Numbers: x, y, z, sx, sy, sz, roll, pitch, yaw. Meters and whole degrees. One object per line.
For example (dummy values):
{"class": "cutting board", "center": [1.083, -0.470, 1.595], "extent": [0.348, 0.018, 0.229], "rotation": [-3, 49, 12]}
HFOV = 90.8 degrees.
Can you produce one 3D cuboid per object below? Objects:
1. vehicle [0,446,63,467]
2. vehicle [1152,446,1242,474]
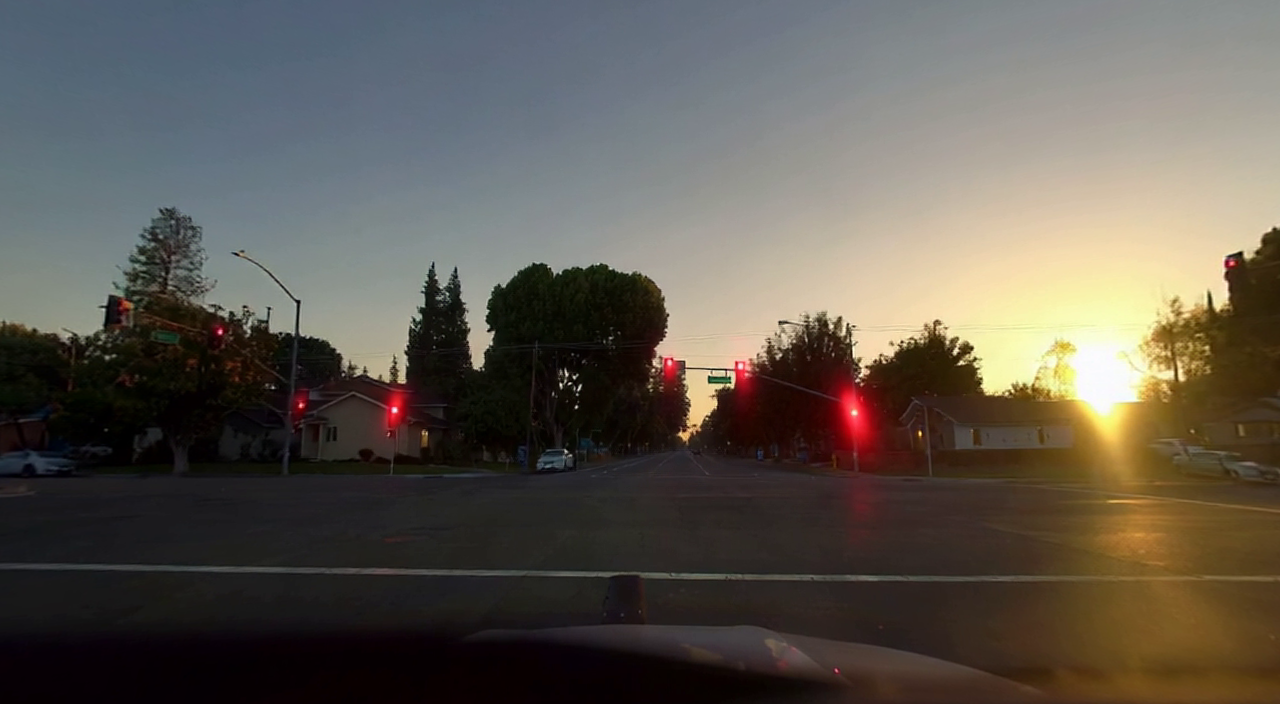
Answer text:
{"class": "vehicle", "center": [-44.283, 7.501, 45.386], "extent": [3.949, 1.422, 1.744], "rotation": [0, -9, 1]}
{"class": "vehicle", "center": [36.780, 7.097, 41.878], "extent": [1.853, 1.723, 4.460], "rotation": [0, -9, -1]}
